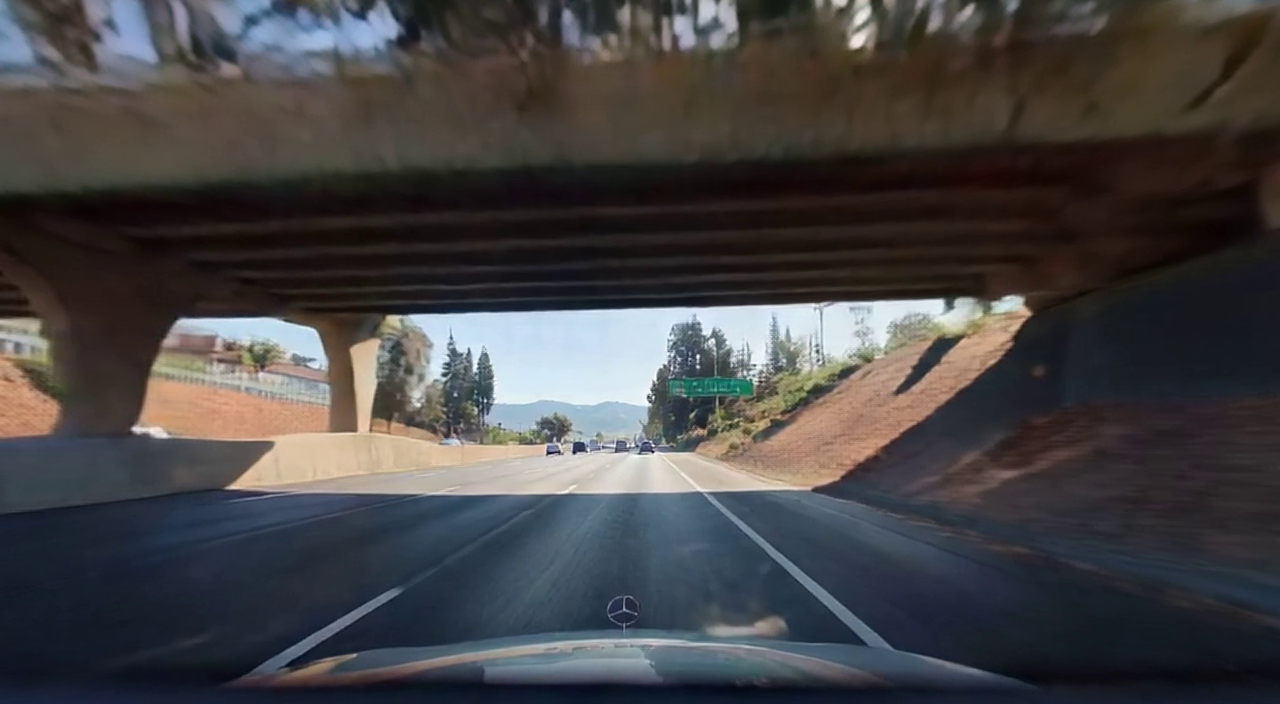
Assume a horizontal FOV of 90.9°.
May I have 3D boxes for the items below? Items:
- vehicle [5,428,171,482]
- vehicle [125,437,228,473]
[{"bbox_3d":[-16.294,3.063,18.882,1.716,1.450,3.496,0,-8,2],"label":"vehicle"},{"bbox_3d":[-20.680,4.602,28.336,1.727,1.517,3.665,0,-8,2],"label":"vehicle"}]
